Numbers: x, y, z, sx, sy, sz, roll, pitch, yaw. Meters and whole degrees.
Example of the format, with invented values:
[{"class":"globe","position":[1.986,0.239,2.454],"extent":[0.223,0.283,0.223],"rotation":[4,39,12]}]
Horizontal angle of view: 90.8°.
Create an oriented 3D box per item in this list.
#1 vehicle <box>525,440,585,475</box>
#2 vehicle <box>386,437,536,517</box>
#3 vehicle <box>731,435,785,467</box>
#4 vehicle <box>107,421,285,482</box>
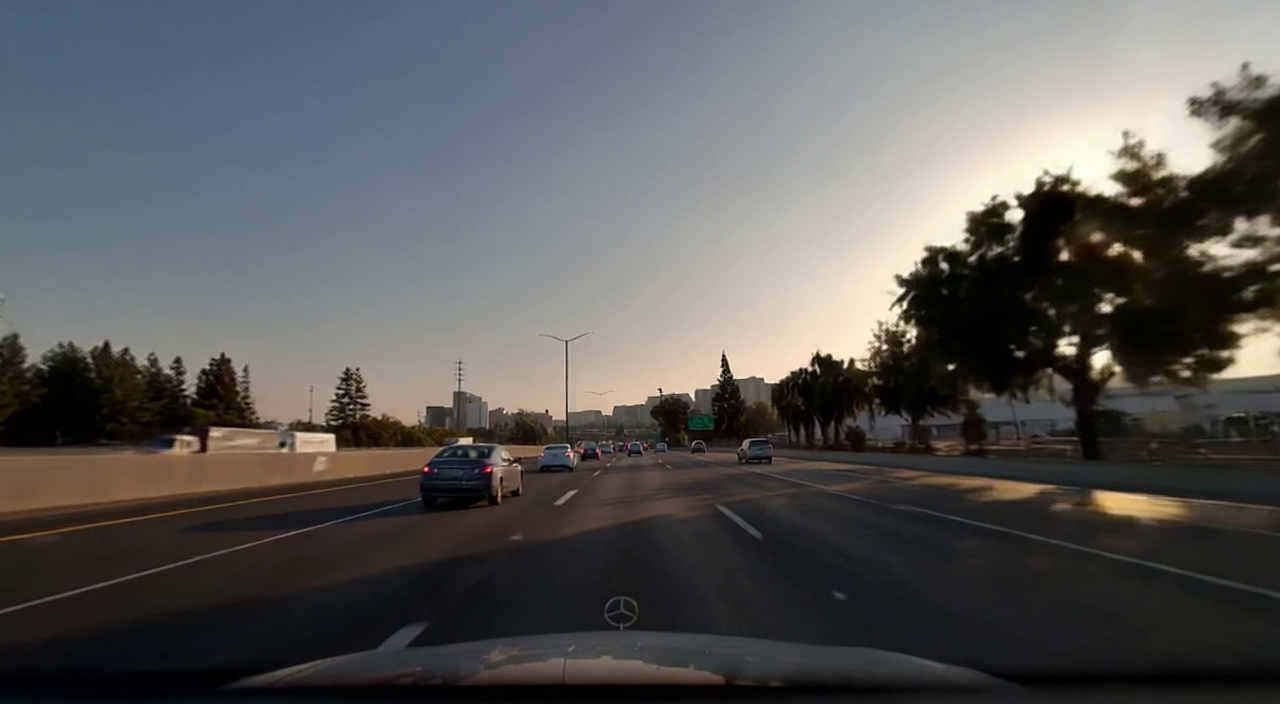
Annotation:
[{"class":"vehicle","position":[-3.826,4.832,29.155],"extent":[2.047,1.469,4.614],"rotation":[0,-9,1]},{"class":"vehicle","position":[-3.592,2.588,13.611],"extent":[1.959,1.433,4.291],"rotation":[0,-9,0]},{"class":"vehicle","position":[6.886,5.830,37.383],"extent":[2.147,1.769,4.666],"rotation":[0,-9,-2]},{"class":"vehicle","position":[-28.449,6.517,41.710],"extent":[2.907,3.420,12.211],"rotation":[0,-9,0]}]
